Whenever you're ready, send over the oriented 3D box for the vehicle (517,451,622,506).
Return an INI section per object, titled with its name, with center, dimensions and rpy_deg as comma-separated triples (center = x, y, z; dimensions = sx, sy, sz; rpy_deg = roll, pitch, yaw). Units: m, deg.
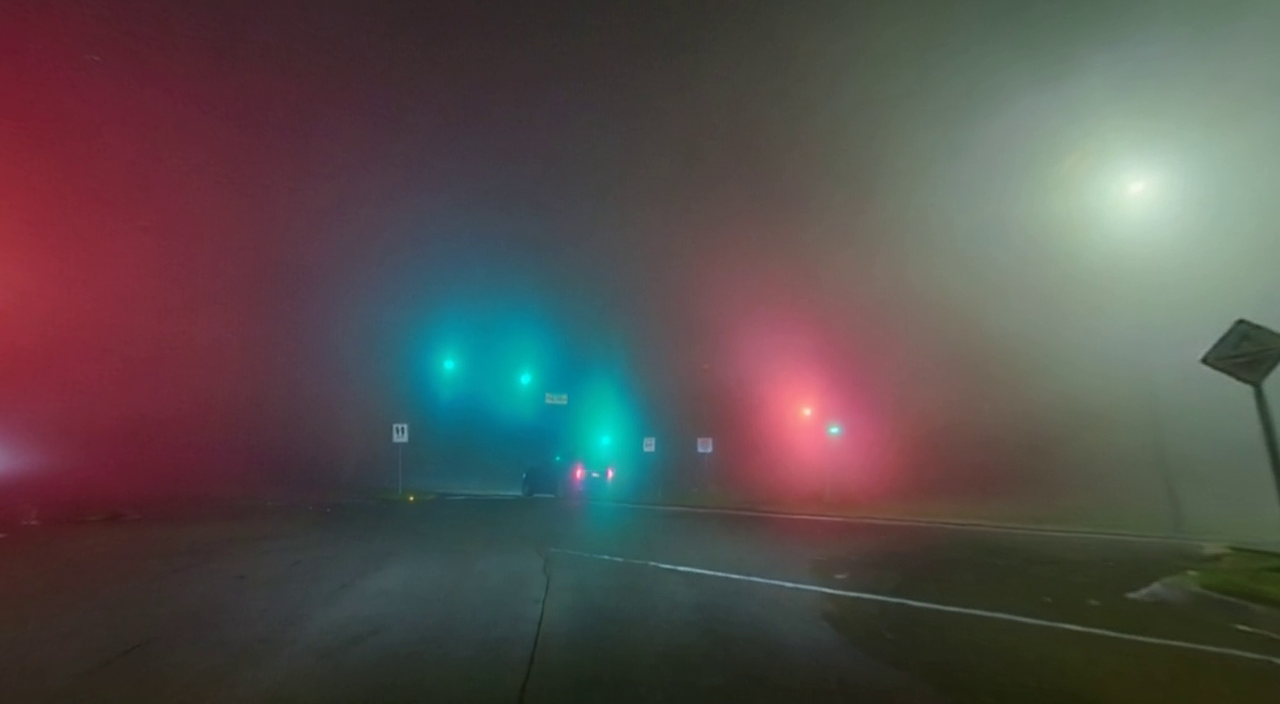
[vehicle]
center = -2.758, 4.623, 23.423
dimensions = 2.284, 1.788, 4.871
rpy_deg = 5, -11, -26
